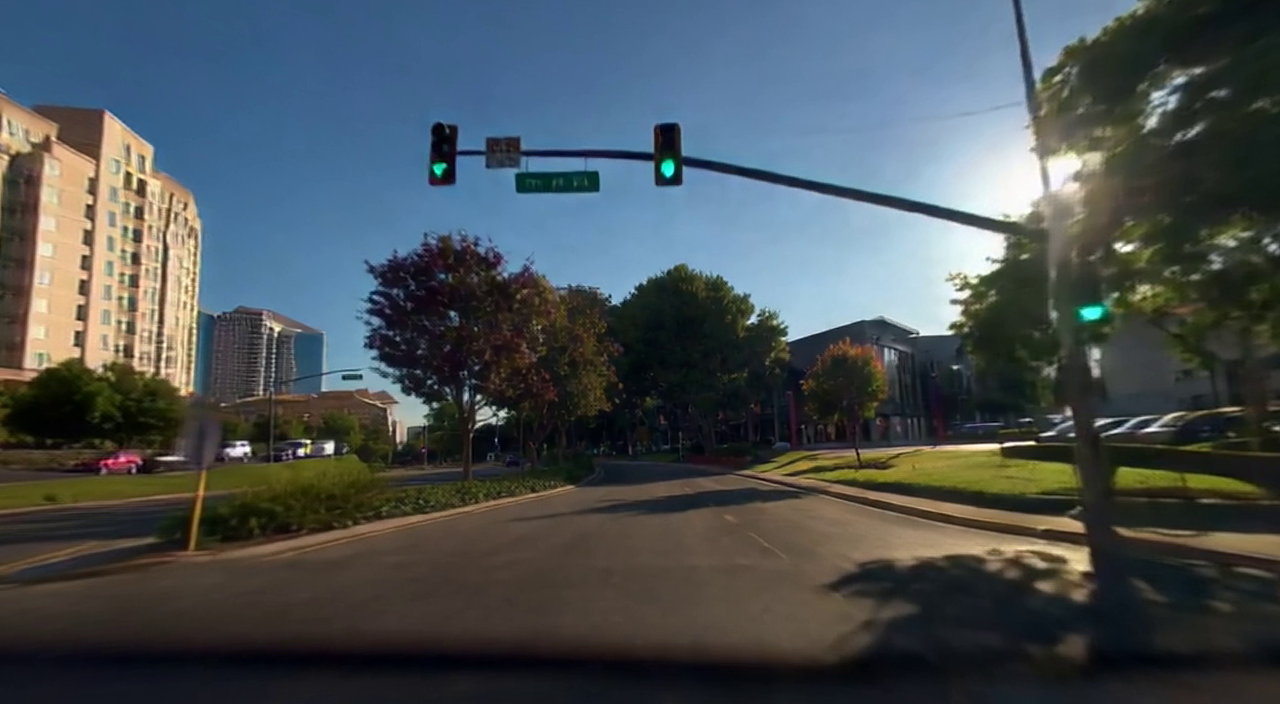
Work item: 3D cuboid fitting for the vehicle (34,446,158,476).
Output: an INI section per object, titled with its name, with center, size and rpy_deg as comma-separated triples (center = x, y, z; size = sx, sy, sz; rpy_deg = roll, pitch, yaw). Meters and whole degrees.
[vehicle]
center = -29.004, 5.810, 33.676
size = 4.652, 1.489, 1.992
rpy_deg = 0, -9, -2
